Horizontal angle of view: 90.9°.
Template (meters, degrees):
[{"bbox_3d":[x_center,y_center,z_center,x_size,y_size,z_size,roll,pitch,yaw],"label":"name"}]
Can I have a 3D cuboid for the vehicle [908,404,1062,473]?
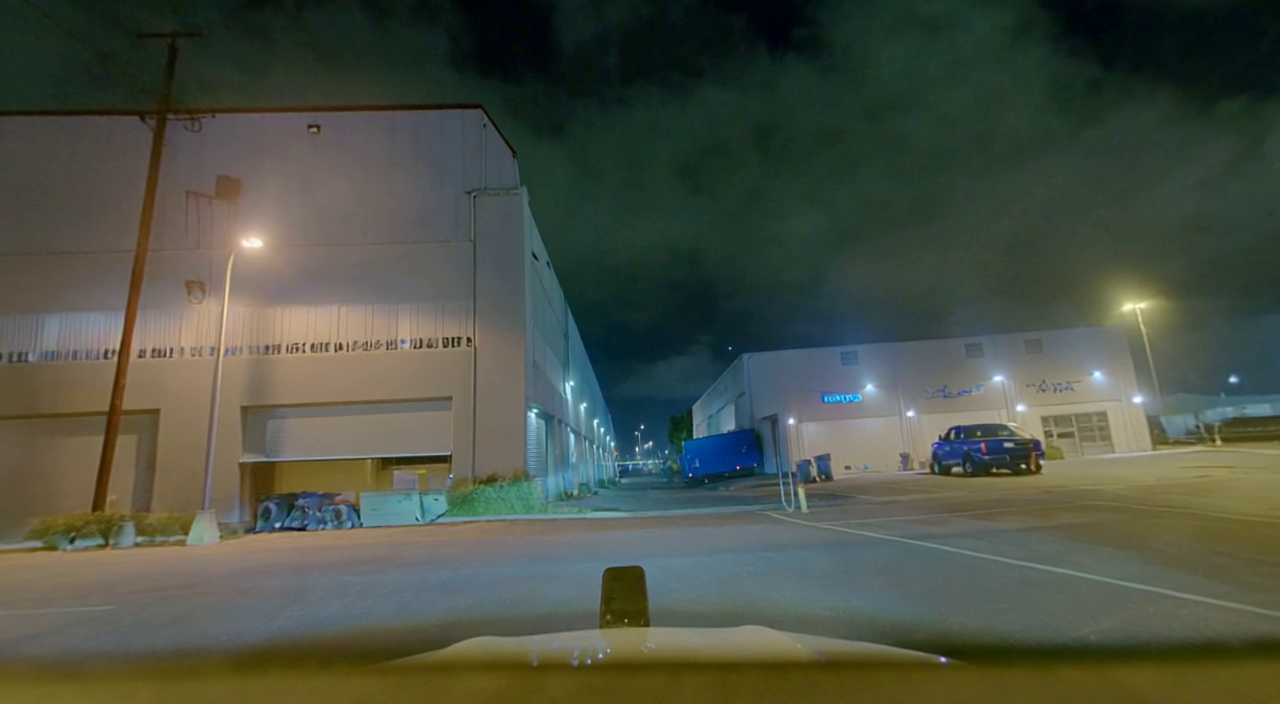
[{"bbox_3d":[17.468,4.433,32.117,6.271,3.004,2.298,-3,-10,-5],"label":"vehicle"}]

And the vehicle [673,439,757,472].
[{"bbox_3d":[4.893,6.815,41.659,5.207,2.103,1.997,0,-8,-4],"label":"vehicle"}]
